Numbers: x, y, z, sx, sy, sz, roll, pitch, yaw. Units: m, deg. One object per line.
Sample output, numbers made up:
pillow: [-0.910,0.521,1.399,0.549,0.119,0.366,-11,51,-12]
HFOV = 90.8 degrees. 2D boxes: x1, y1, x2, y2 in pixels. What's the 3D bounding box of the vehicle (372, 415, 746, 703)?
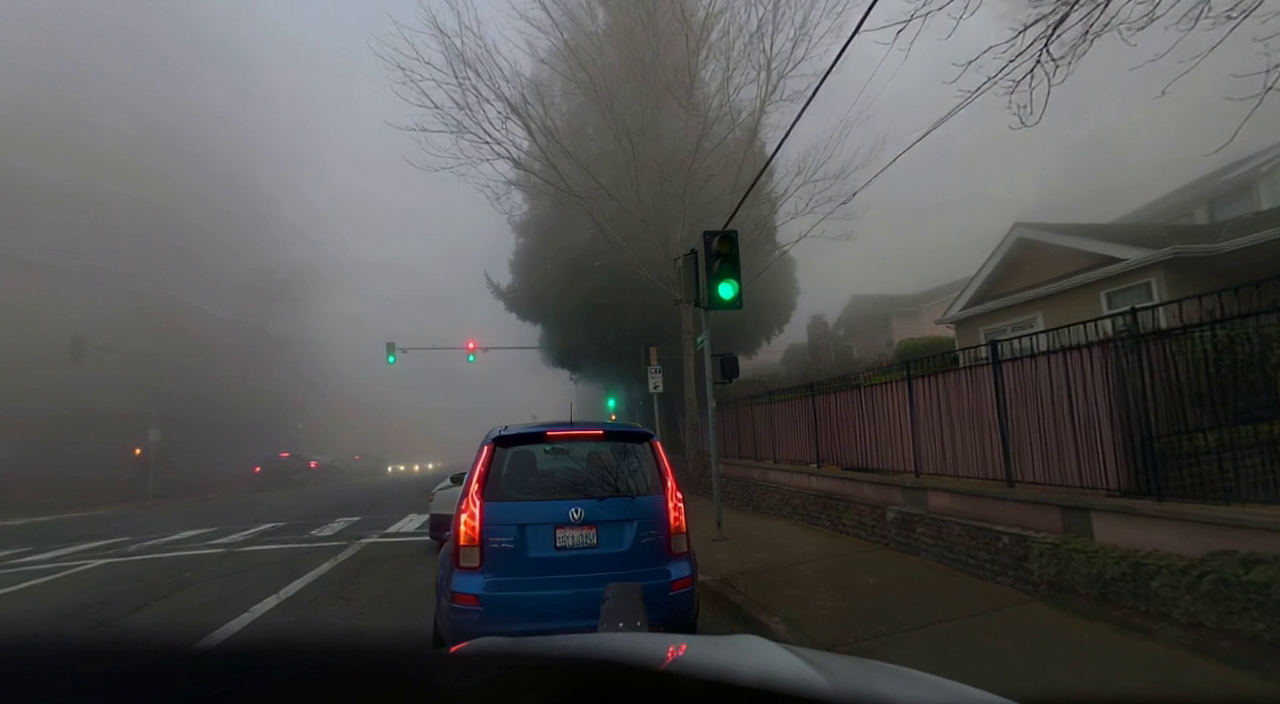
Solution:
vehicle: [-0.685,1.382,5.356,2.024,1.502,3.702,1,-9,-9]
